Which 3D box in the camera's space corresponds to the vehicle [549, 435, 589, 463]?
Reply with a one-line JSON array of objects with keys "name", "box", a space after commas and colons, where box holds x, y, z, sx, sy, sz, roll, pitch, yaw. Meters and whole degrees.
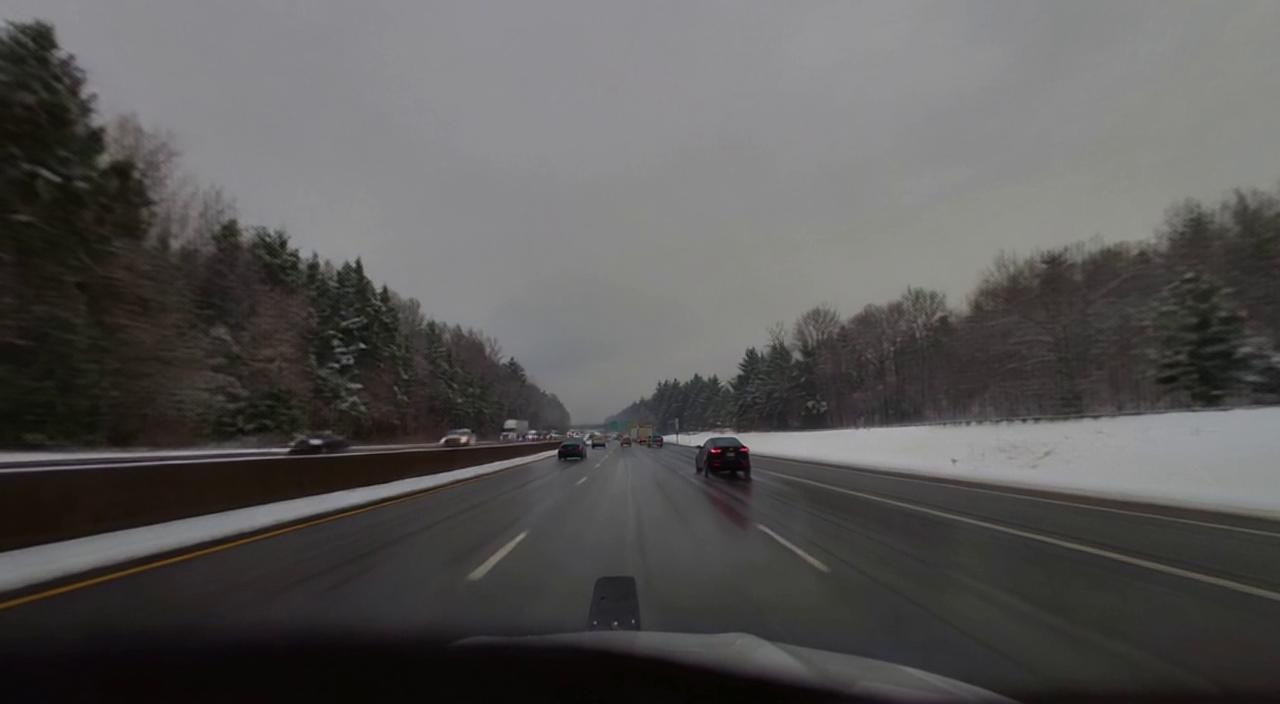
[{"name": "vehicle", "box": [-4.275, 5.905, 38.596, 2.011, 1.614, 4.808, 0, -8, -1]}]

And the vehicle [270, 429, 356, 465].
[{"name": "vehicle", "box": [-16.024, 4.677, 31.175, 1.935, 1.619, 4.445, 0, -8, -1]}]

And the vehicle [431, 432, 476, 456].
[{"name": "vehicle", "box": [-12.637, 6.251, 42.939, 1.888, 1.507, 4.157, 0, -8, -1]}]

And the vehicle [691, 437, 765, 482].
[{"name": "vehicle", "box": [3.079, 3.832, 22.966, 1.990, 1.480, 3.865, 0, -8, -2]}]
